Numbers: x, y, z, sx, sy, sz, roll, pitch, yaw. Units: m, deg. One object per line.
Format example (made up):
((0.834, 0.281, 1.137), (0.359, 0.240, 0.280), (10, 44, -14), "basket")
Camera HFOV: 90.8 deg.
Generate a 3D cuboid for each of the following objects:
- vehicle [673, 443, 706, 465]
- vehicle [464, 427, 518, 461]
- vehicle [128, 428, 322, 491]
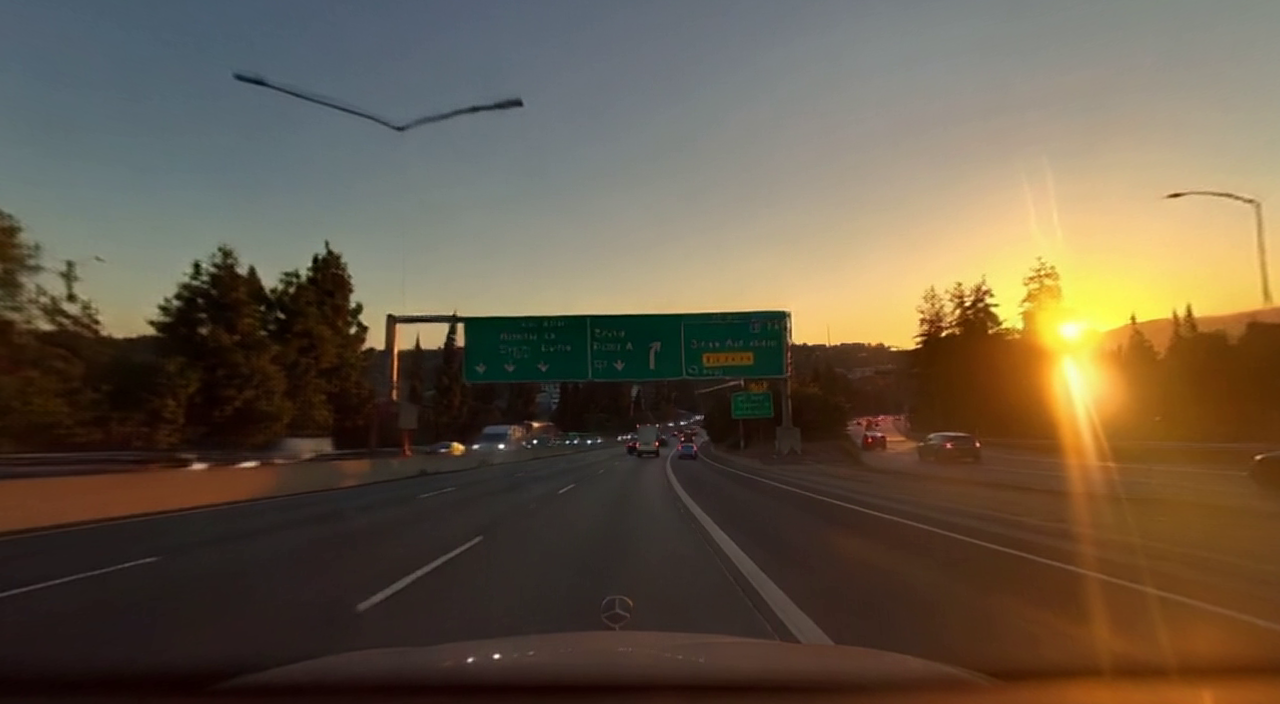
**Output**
((3.515, 7.354, 45.623), (2.069, 1.476, 4.197), (0, -8, 0), "vehicle")
((-11.373, 7.138, 48.895), (2.324, 2.410, 6.566), (0, -8, 2), "vehicle")
((-12.977, 3.411, 20.457), (2.281, 1.743, 5.822), (0, -9, 1), "vehicle")
